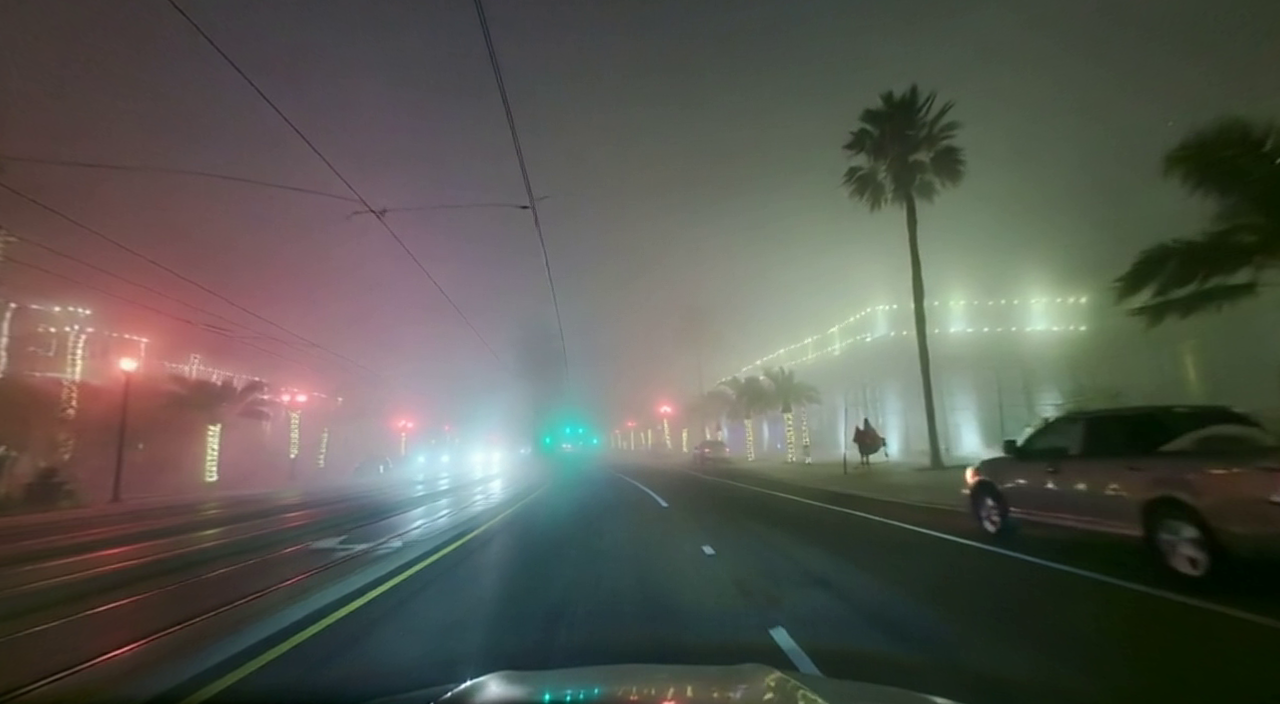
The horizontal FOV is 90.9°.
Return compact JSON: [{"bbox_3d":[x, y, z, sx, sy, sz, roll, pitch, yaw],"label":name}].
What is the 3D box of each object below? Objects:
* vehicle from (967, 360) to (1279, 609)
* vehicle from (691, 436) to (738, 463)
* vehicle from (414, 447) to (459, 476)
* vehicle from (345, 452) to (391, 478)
[{"bbox_3d":[5.497,1.142,5.986,2.114,1.691,5.075,-1,-9,1],"label":"vehicle"},{"bbox_3d":[5.033,6.707,43.282,1.995,1.677,4.863,0,-9,-8],"label":"vehicle"},{"bbox_3d":[-14.271,7.689,44.433,2.127,1.892,4.655,0,-9,-6],"label":"vehicle"},{"bbox_3d":[-21.047,8.712,48.911,1.974,1.808,4.373,0,-9,-6],"label":"vehicle"}]
